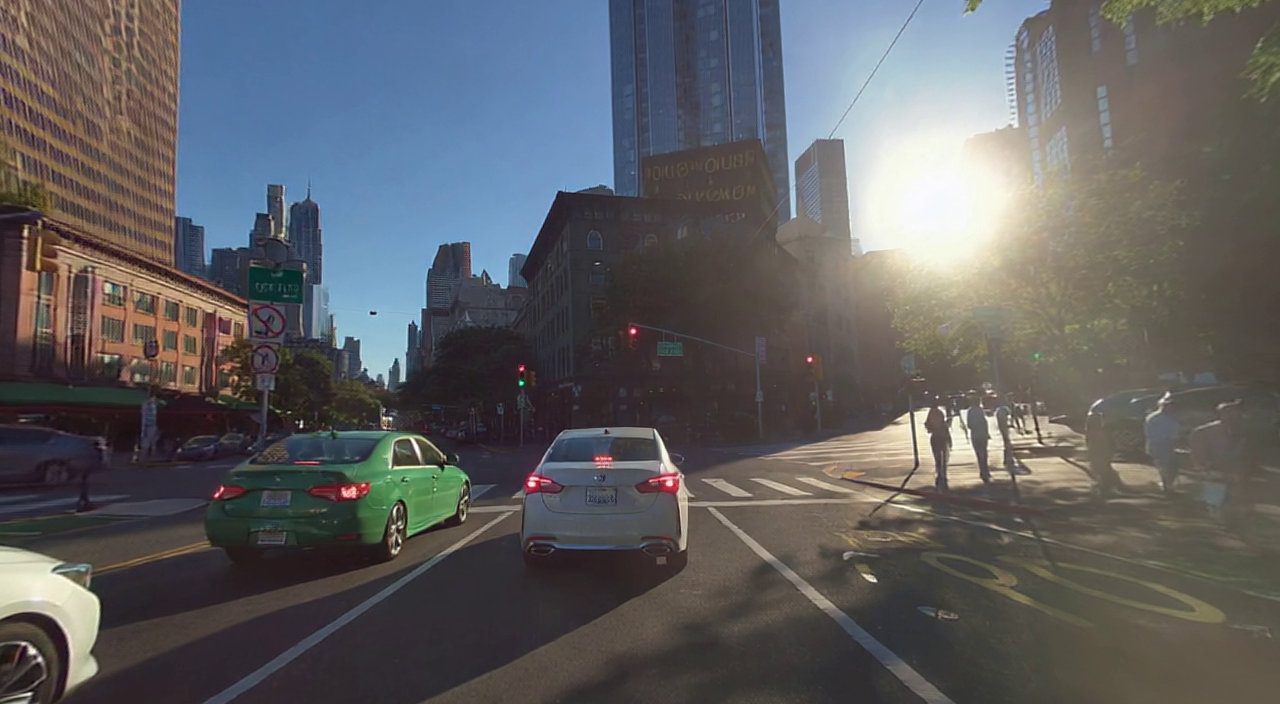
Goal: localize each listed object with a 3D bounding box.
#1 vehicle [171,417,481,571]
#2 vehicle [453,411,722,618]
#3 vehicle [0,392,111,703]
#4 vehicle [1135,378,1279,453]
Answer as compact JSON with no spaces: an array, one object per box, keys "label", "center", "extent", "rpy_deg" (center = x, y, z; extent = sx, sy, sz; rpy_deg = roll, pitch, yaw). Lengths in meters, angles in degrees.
[{"label":"vehicle","center":[-3.689,1.742,8.514],"extent":[1.934,1.522,4.287],"rpy_deg":[0,-8,0]},{"label":"vehicle","center":[-0.409,1.502,6.733],"extent":[1.999,1.520,3.896],"rpy_deg":[0,-8,-1]},{"label":"vehicle","center":[-3.907,0.704,1.173],"extent":[1.995,1.524,4.438],"rpy_deg":[0,-8,0]},{"label":"vehicle","center":[21.623,2.361,22.890],"extent":[5.863,2.493,2.354],"rpy_deg":[2,-9,-12]}]
